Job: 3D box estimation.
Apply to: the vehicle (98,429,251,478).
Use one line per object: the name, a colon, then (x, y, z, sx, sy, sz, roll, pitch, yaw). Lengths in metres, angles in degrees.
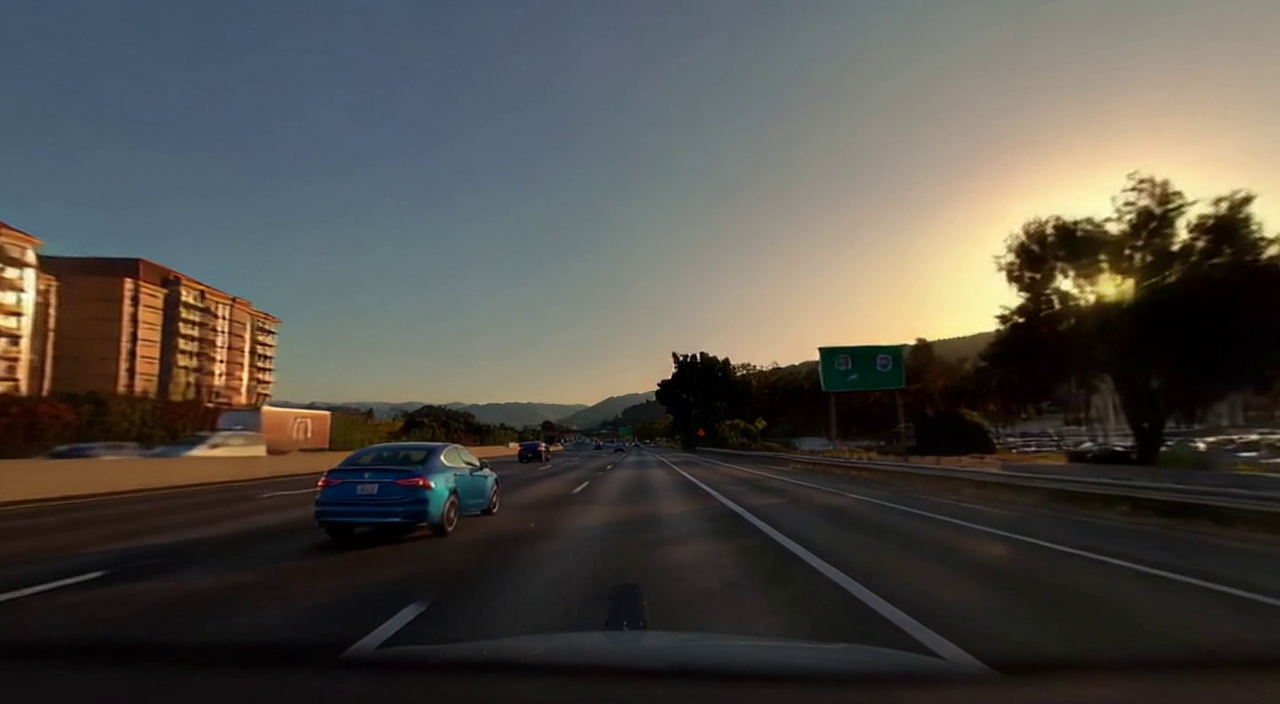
vehicle: (-21.078, 4.641, 29.077, 2.462, 2.008, 6.004, 0, -8, 0)

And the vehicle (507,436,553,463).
vehicle: (-7.194, 6.455, 41.699, 2.118, 1.675, 4.395, 0, -8, 1)

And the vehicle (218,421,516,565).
vehicle: (-3.489, 1.908, 9.441, 2.144, 1.565, 4.951, 0, -8, 1)

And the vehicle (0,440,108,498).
vehicle: (-17.405, 3.162, 17.302, 1.812, 1.481, 4.294, 0, -8, 1)
